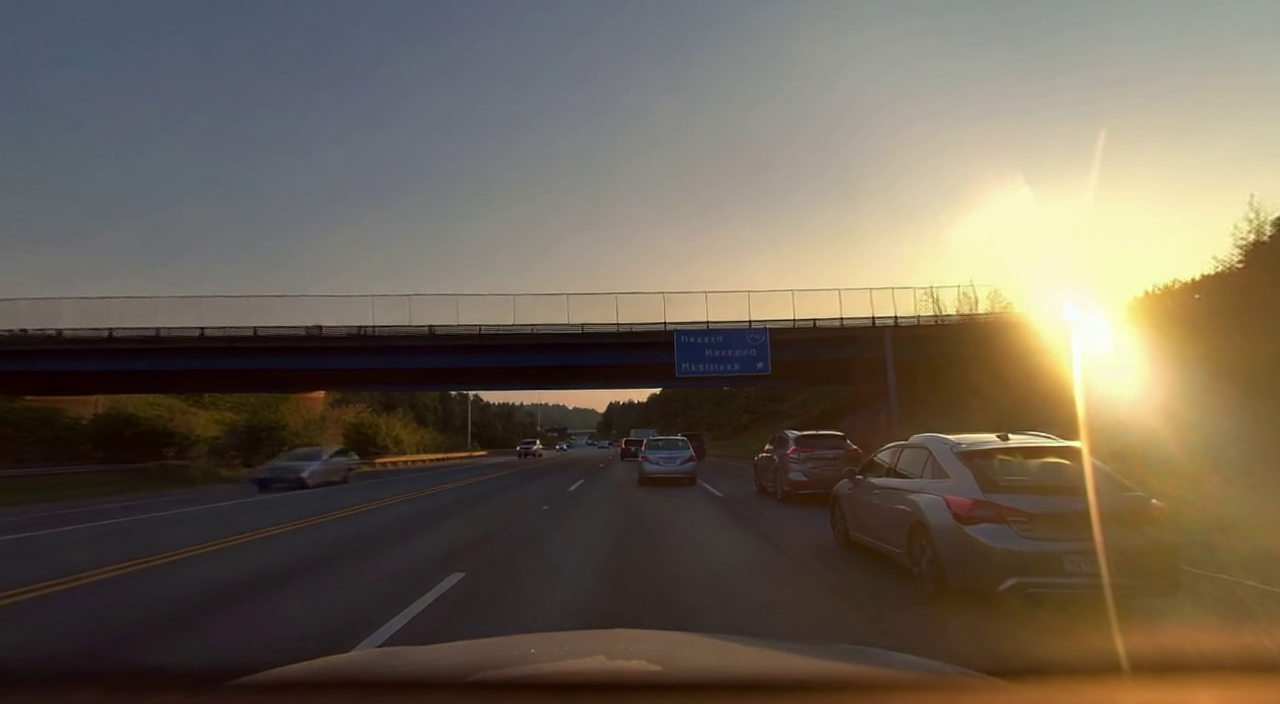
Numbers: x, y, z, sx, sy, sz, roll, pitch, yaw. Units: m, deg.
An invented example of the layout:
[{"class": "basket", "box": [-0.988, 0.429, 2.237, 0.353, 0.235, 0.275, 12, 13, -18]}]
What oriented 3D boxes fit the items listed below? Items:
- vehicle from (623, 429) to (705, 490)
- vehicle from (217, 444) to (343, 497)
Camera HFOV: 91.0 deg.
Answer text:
[{"class": "vehicle", "box": [0.600, 3.200, 19.124, 2.092, 1.636, 4.024, 0, -8, -3]}, {"class": "vehicle", "box": [-11.843, 3.885, 21.038, 1.943, 1.495, 3.933, -2, -8, -1]}]
